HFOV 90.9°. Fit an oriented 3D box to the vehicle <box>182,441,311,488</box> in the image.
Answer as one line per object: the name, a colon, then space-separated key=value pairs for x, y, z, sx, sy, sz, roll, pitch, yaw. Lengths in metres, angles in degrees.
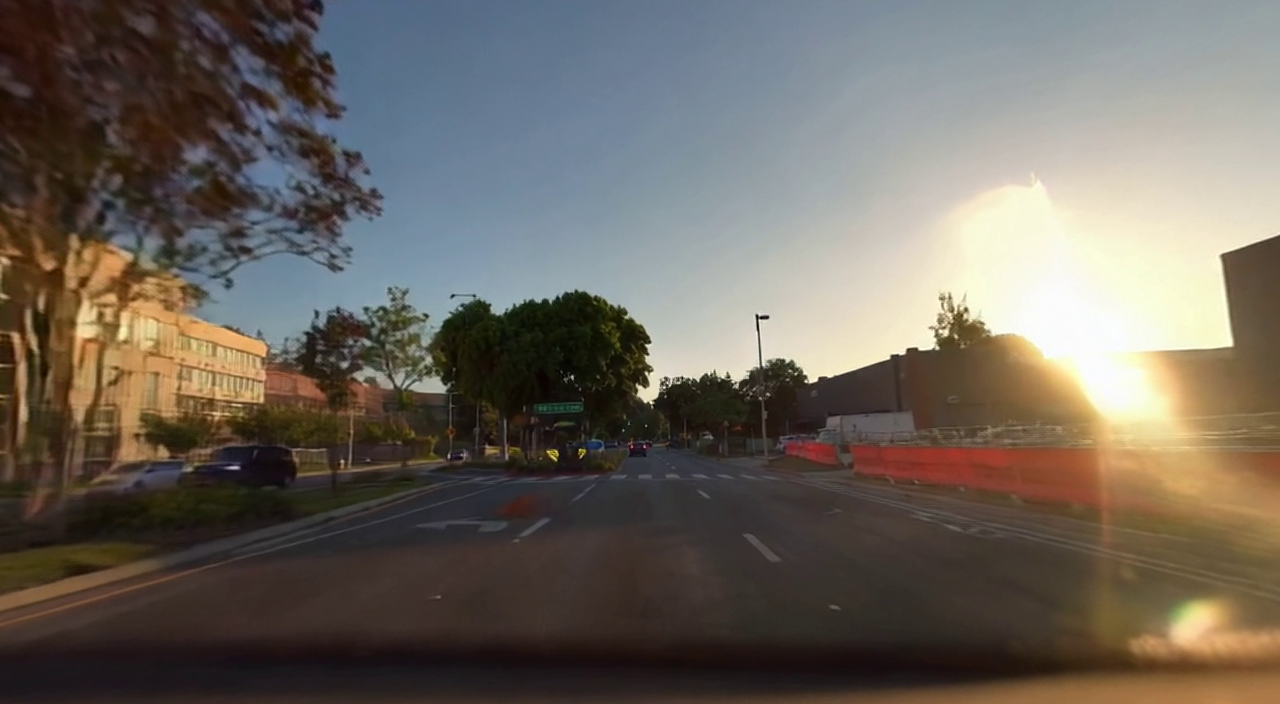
vehicle: x=-15.215 y=4.326 z=24.821 sx=2.015 sy=1.607 sz=5.241 roll=0 pitch=-8 yaw=-4

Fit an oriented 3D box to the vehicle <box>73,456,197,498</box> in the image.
vehicle: x=-23.571 y=5.822 z=29.690 sx=1.957 sy=1.672 sz=4.743 roll=0 pitch=-8 yaw=-1

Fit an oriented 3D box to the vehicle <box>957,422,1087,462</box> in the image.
vehicle: x=16.906 y=4.004 z=28.038 sx=4.450 sy=1.643 sz=1.996 roll=0 pitch=-8 yaw=-1

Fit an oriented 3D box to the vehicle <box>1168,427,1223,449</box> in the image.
vehicle: x=39.215 y=6.070 z=44.573 sx=1.757 sy=1.439 sz=3.615 roll=-5 pitch=-9 yaw=22

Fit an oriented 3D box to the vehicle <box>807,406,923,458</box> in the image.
vehicle: x=15.582 y=5.611 z=44.049 sx=6.641 sy=3.391 sz=3.387 roll=-1 pitch=-8 yaw=-5
